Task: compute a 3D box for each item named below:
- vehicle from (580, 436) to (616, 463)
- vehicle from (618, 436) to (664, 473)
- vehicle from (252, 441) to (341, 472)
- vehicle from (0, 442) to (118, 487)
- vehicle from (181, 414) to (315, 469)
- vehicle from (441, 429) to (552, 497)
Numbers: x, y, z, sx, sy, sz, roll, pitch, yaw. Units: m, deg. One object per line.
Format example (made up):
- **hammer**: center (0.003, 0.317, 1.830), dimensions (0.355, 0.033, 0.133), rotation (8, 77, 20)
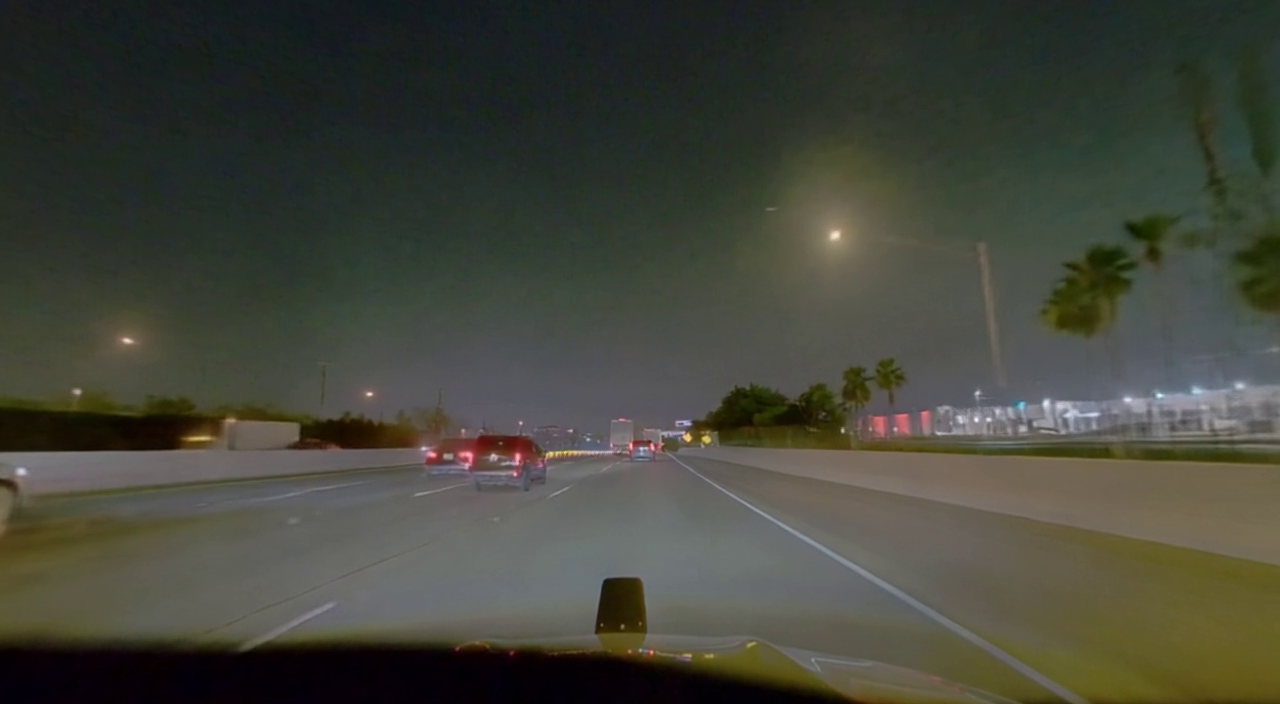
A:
- **vehicle**: center (-3.210, 7.566, 49.157), dimensions (2.203, 1.958, 4.848), rotation (-1, -8, 3)
- **vehicle**: center (0.094, 5.058, 31.316), dimensions (2.136, 1.678, 4.052), rotation (-1, -8, 2)
- **vehicle**: center (-17.279, 5.271, 31.963), dimensions (2.040, 1.455, 4.107), rotation (-1, -8, 3)
- **vehicle**: center (-21.715, 4.005, 22.831), dimensions (1.755, 1.460, 4.353), rotation (-1, -8, 3)
- **vehicle**: center (-24.754, 5.759, 40.517), dimensions (2.968, 3.142, 8.309), rotation (-1, -8, 2)
- **vehicle**: center (-4.068, 3.236, 18.764), dimensions (2.108, 1.740, 4.549), rotation (-1, -8, 2)
